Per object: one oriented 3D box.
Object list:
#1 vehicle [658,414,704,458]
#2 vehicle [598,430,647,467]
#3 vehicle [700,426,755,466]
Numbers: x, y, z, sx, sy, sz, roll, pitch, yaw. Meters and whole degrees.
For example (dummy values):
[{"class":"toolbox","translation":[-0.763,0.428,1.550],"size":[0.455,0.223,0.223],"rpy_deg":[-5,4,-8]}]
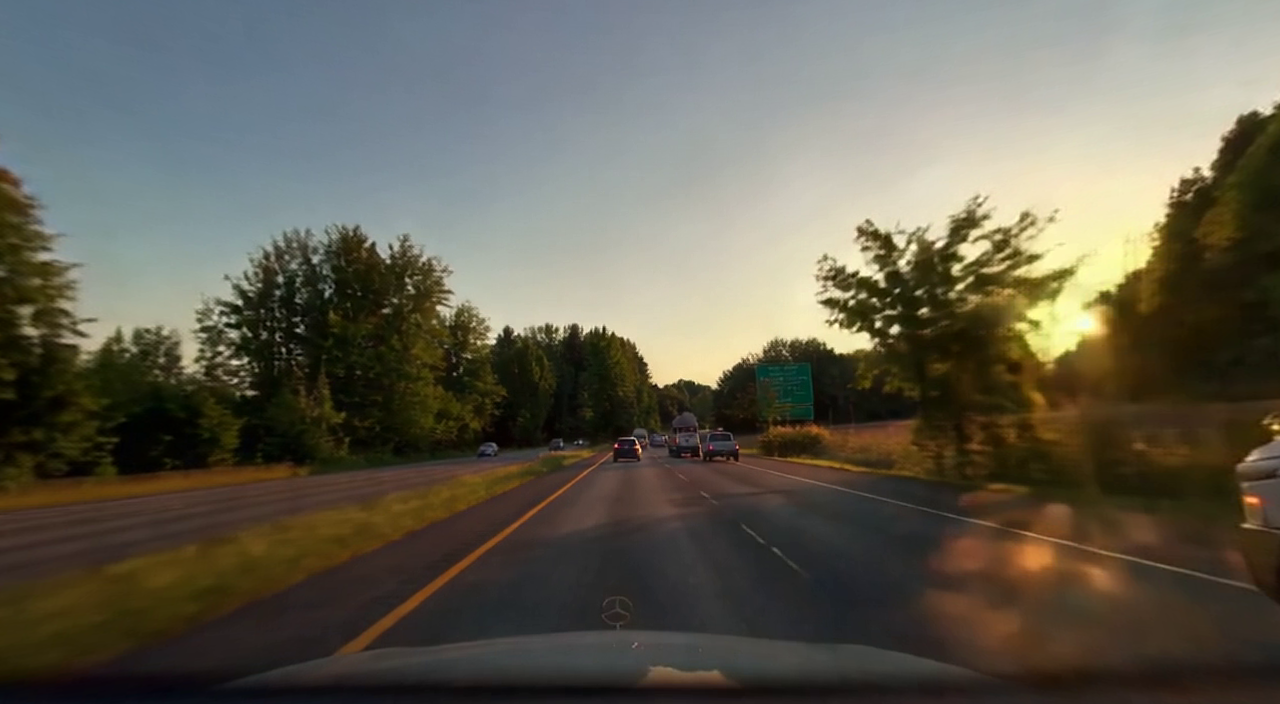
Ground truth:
[{"class":"vehicle","translation":[2.944,6.319,47.479],"size":[2.728,3.053,7.708],"rpy_deg":[0,-8,-1]},{"class":"vehicle","translation":[-0.837,4.673,30.819],"size":[2.206,1.681,4.111],"rpy_deg":[0,-8,-1]},{"class":"vehicle","translation":[4.375,4.758,32.169],"size":[2.073,1.905,4.023],"rpy_deg":[0,-8,-2]}]
